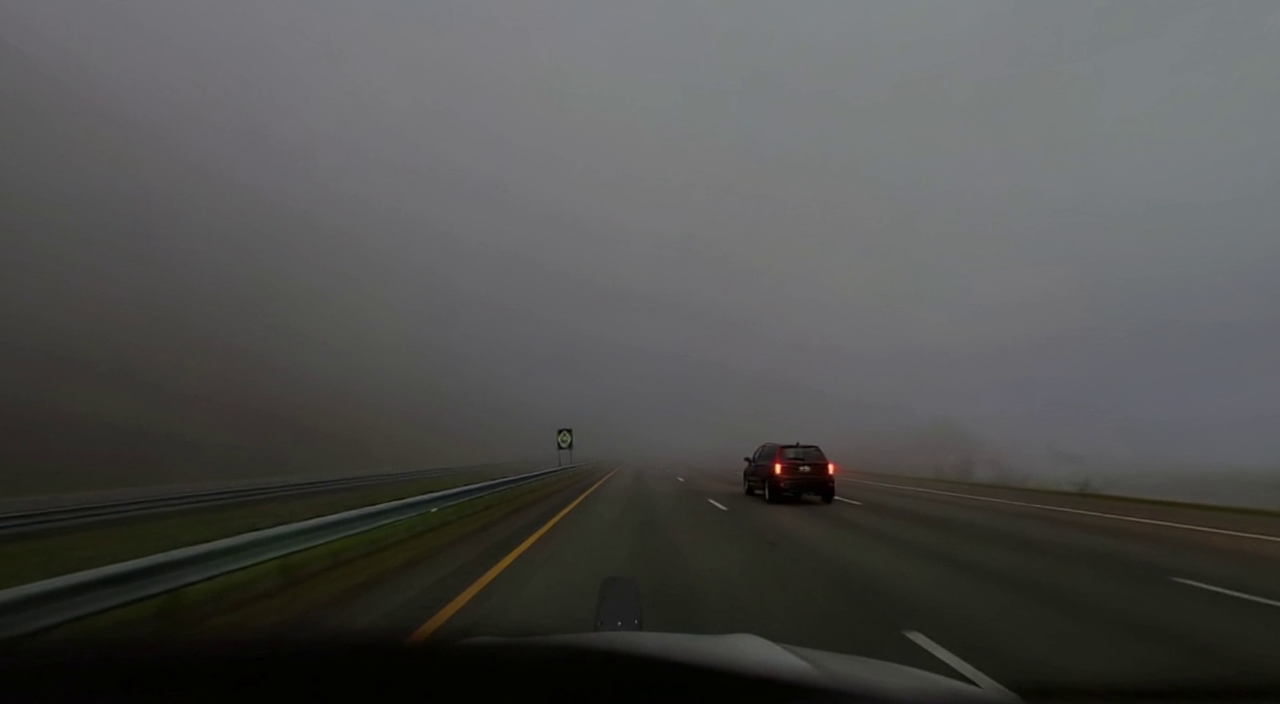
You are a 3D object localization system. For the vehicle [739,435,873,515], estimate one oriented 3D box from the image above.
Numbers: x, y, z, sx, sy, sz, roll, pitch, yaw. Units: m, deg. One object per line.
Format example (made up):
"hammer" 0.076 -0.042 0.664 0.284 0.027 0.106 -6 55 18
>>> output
"vehicle" 3.644 2.763 14.540 2.024 1.579 3.707 0 -9 -1
